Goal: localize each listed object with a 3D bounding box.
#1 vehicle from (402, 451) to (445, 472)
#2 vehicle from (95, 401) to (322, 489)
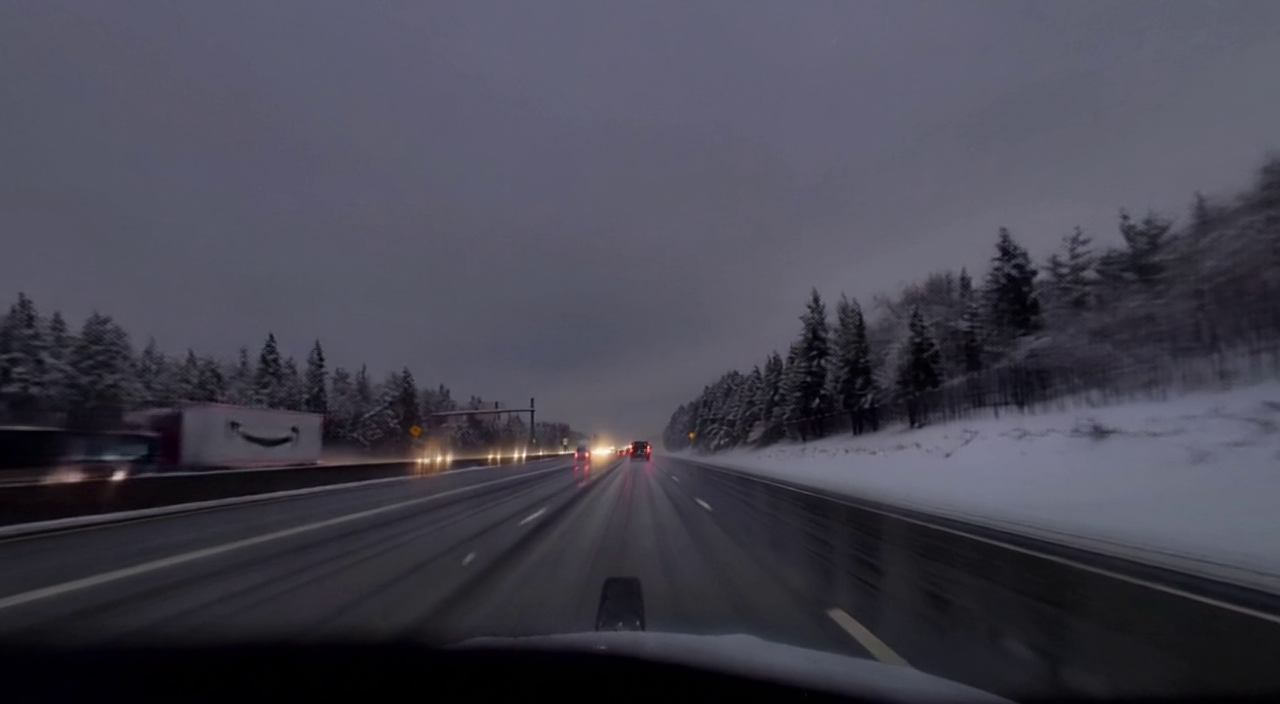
[{"bbox_3d":[-15.284,7.705,44.661,1.720,1.396,3.502,0,-9,1],"label":"vehicle"},{"bbox_3d":[-23.240,5.347,35.911,2.898,3.947,14.192,0,-9,0],"label":"vehicle"}]
